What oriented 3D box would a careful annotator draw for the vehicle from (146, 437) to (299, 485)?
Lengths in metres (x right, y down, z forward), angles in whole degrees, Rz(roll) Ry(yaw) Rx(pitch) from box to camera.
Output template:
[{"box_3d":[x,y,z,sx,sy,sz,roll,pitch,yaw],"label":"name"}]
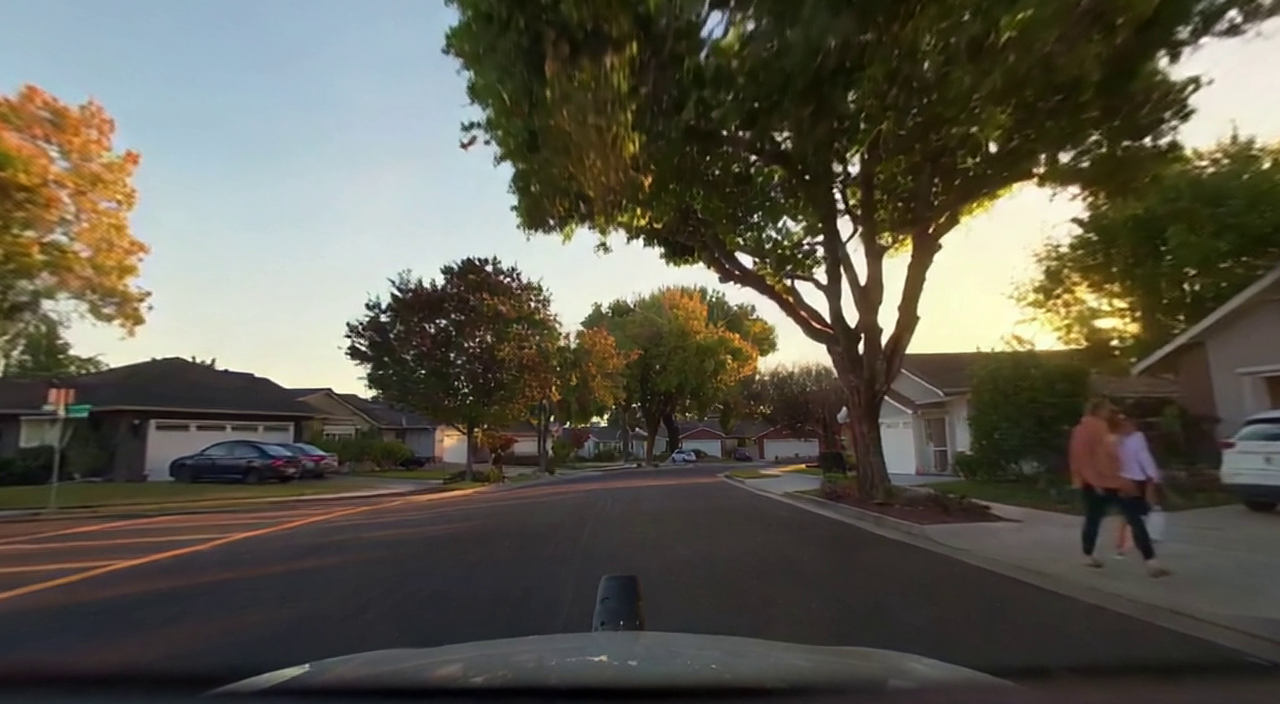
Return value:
[{"box_3d":[-16.685,4.374,25.475,4.581,1.811,2.145,0,-9,-2],"label":"vehicle"}]
